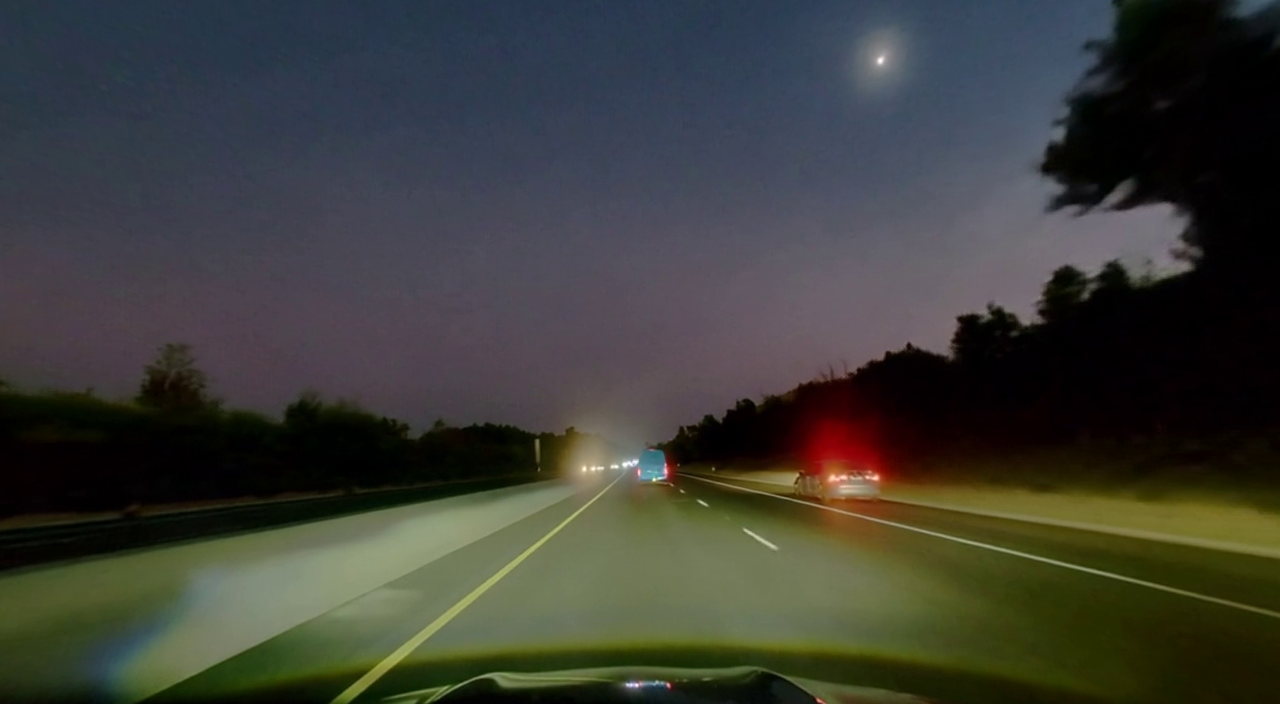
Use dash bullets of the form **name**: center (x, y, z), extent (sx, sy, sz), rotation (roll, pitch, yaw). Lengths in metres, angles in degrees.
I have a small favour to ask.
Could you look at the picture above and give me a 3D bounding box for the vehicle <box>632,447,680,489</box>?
- **vehicle**: center (0.832, 6.600, 35.877), extent (2.429, 2.167, 4.558), rotation (1, -10, -2)
